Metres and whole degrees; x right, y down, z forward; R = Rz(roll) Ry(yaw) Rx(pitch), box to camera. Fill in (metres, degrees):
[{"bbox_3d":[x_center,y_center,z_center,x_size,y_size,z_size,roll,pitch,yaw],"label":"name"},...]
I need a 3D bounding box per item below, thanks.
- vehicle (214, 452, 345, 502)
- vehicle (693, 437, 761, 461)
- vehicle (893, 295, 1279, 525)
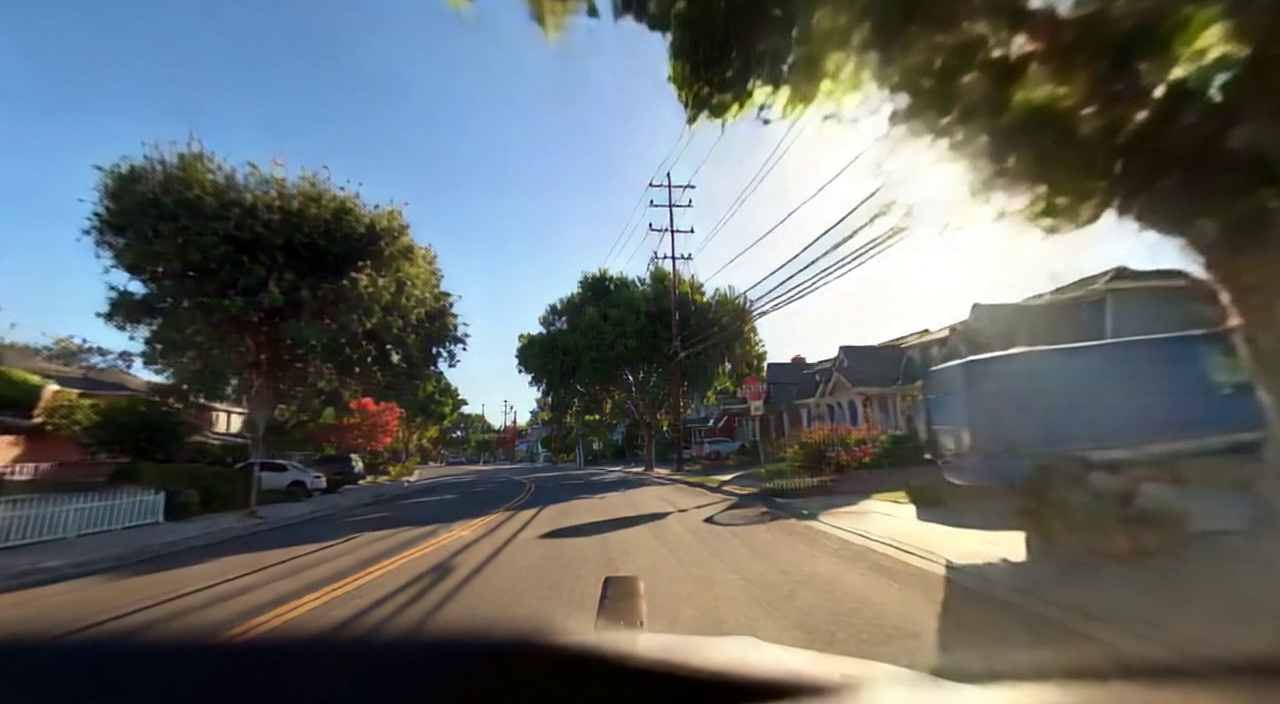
[{"bbox_3d":[-12.475,4.300,22.242,2.390,1.431,4.253,0,-8,-5],"label":"vehicle"},{"bbox_3d":[6.189,6.972,45.377,4.566,1.623,1.906,0,-9,-2],"label":"vehicle"},{"bbox_3d":[8.390,0.885,10.486,7.115,3.010,2.378,-4,-8,-4],"label":"vehicle"}]
